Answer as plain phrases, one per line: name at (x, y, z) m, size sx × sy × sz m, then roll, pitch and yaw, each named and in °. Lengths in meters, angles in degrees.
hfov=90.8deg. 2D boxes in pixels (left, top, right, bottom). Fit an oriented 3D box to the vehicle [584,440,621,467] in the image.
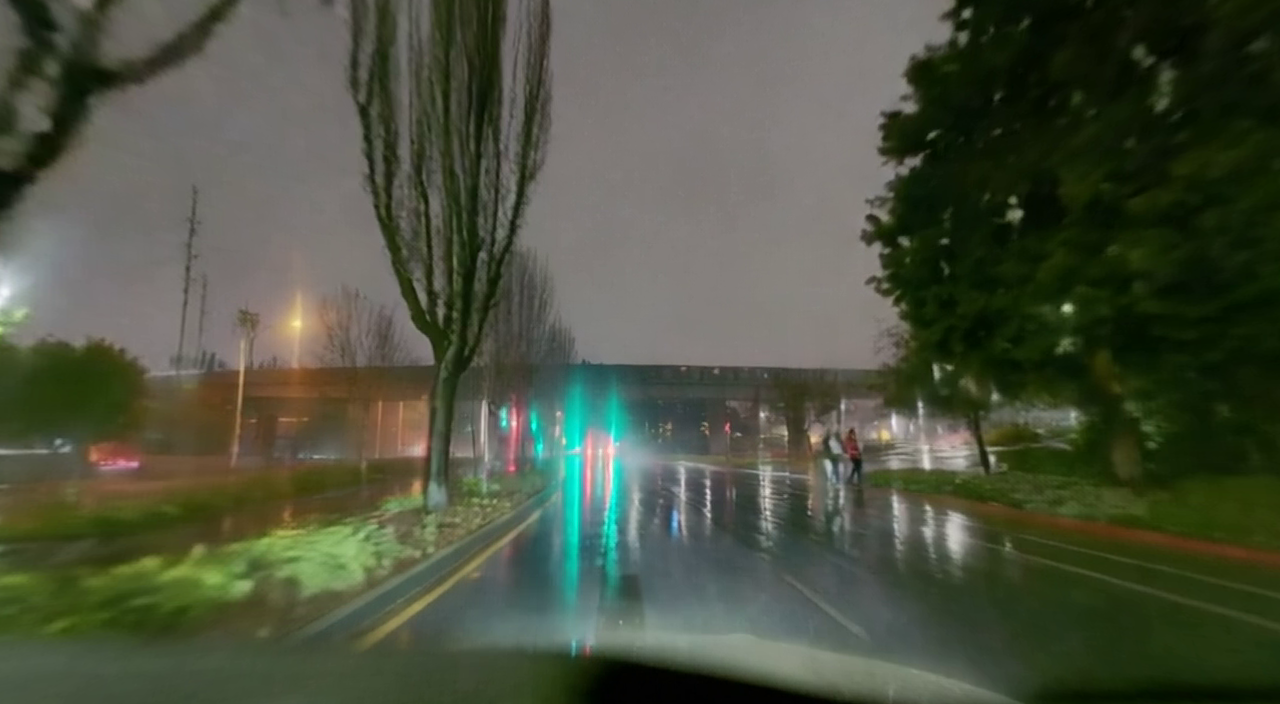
vehicle at (-2.607, 6.878, 43.072) m, size 2.184 × 1.713 × 4.231 m, roll 1°, pitch -9°, yaw -8°
